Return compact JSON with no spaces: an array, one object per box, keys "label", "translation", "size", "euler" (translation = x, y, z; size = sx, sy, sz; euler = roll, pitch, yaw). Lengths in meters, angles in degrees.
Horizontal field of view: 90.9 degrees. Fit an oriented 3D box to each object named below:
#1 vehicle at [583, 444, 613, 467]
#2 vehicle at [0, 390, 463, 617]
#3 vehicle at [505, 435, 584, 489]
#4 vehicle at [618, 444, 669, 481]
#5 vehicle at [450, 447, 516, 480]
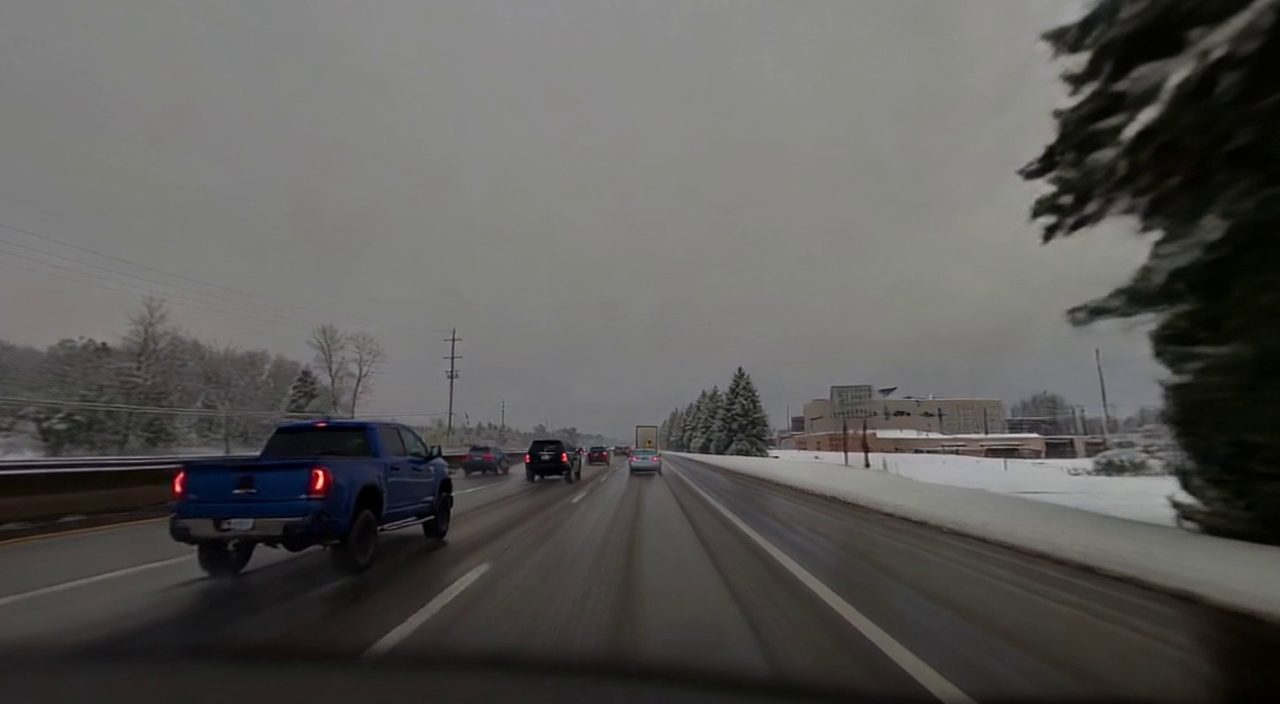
[{"label":"vehicle","translation":[-3.252,8.119,49.586],"size":[1.993,1.717,4.321],"euler":[-1,-8,2]},{"label":"vehicle","translation":[-4.130,1.640,7.938],"size":[2.198,1.848,5.346],"euler":[0,-8,0]},{"label":"vehicle","translation":[-3.435,4.082,23.703],"size":[2.133,1.789,4.518],"euler":[-1,-8,2]},{"label":"vehicle","translation":[0.130,4.817,27.757],"size":[2.047,1.473,3.978],"euler":[0,-8,0]},{"label":"vehicle","translation":[-7.537,5.369,30.700],"size":[1.974,1.454,4.478],"euler":[-1,-8,1]}]
